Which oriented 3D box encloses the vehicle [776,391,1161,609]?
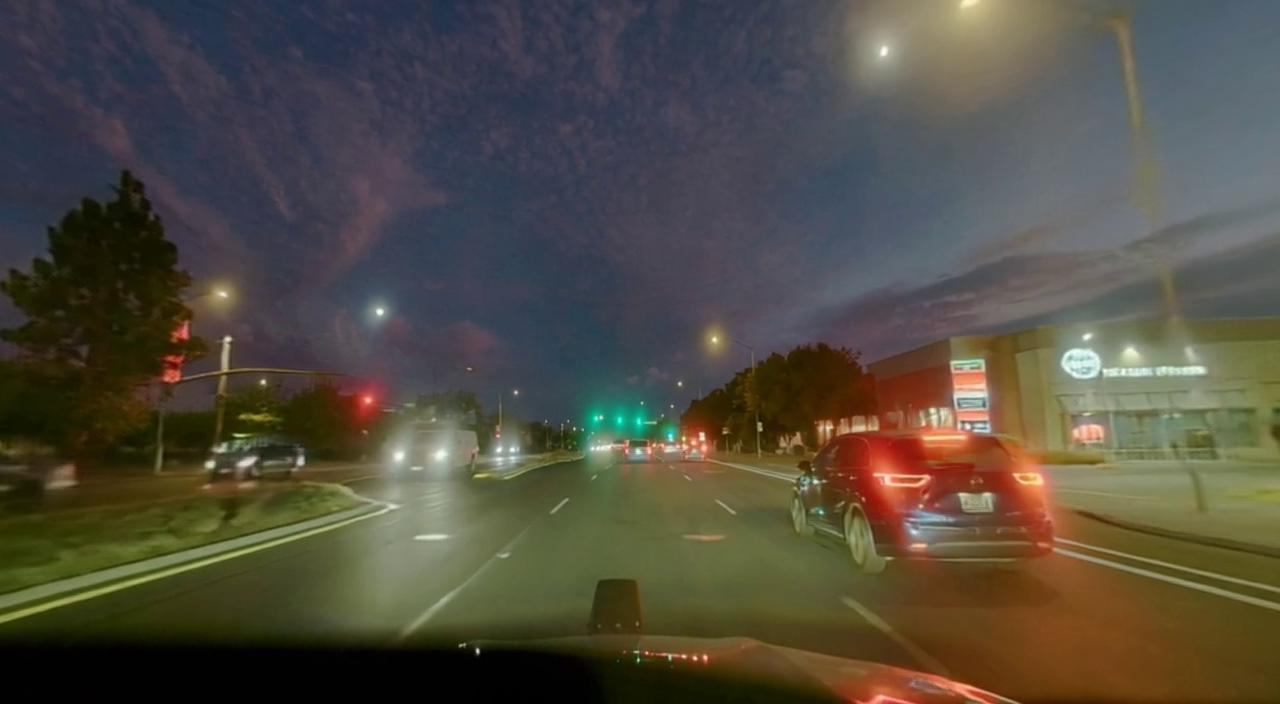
[{"bbox_3d":[3.057,1.478,7.208,1.969,1.682,4.387,0,-8,-1],"label":"vehicle"}]

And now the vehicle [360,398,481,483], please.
[{"bbox_3d":[-7.374,3.098,22.081,2.334,2.525,5.893,0,-8,-3],"label":"vehicle"}]

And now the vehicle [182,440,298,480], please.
[{"bbox_3d":[-17.754,4.792,28.436,1.946,1.606,5.136,0,-8,-1],"label":"vehicle"}]

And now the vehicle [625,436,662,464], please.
[{"bbox_3d":[0.150,5.822,37.604,2.023,1.532,3.891,0,-8,-2],"label":"vehicle"}]

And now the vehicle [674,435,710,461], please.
[{"bbox_3d":[3.538,6.619,43.604,2.085,1.668,4.077,0,-8,-1],"label":"vehicle"}]
